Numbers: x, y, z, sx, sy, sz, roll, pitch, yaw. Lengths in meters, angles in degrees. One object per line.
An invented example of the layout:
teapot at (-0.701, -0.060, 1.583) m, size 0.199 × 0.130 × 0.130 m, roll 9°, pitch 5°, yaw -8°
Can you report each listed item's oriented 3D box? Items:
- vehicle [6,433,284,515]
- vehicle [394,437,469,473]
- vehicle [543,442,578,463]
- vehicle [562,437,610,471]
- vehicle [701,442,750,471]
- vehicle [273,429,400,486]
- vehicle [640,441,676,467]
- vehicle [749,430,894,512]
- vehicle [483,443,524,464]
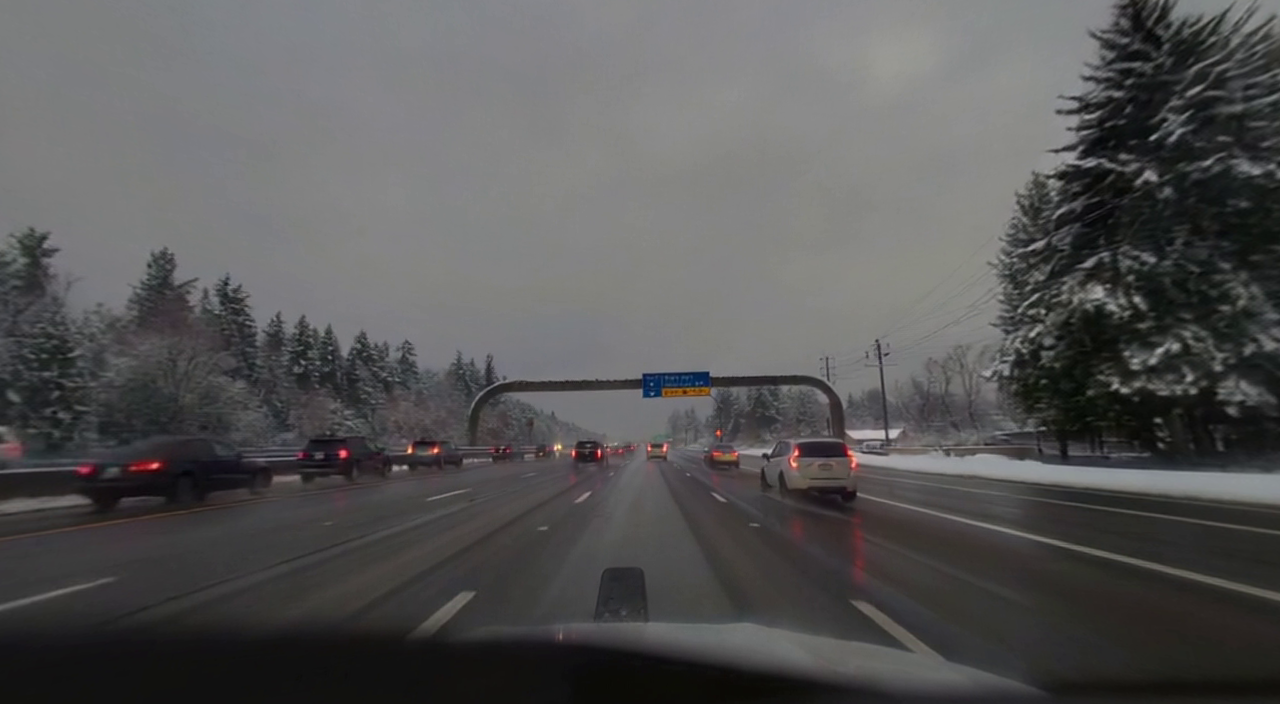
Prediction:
vehicle at (-10.554, 2.618, 14.148) m, size 2.181 × 1.512 × 4.889 m, roll 0°, pitch -8°, yaw 2°
vehicle at (-10.508, 5.235, 32.247) m, size 2.137 × 1.690 × 4.630 m, roll 0°, pitch -8°, yaw 1°
vehicle at (-6.166, 7.831, 49.289) m, size 2.049 × 1.544 × 4.866 m, roll 0°, pitch -8°, yaw 0°
vehicle at (-2.915, 5.636, 35.094) m, size 2.133 × 1.775 × 4.530 m, roll 0°, pitch -8°, yaw 2°
vehicle at (4.571, 5.671, 34.544) m, size 2.022 × 1.472 × 4.678 m, roll 0°, pitch -8°, yaw 0°
vehicle at (-10.598, 3.714, 22.511) m, size 2.083 × 1.776 × 4.721 m, roll 0°, pitch -8°, yaw 1°
vehicle at (1.110, 6.555, 40.822) m, size 2.220 × 1.575 × 4.332 m, roll 0°, pitch -8°, yaw 1°
vehicle at (3.958, 2.670, 14.653) m, size 2.036 × 1.580 × 4.360 m, roll 0°, pitch -8°, yaw 0°
vehicle at (-10.101, 7.543, 47.051) m, size 1.926 × 1.479 × 4.688 m, roll 0°, pitch -8°, yaw 2°
